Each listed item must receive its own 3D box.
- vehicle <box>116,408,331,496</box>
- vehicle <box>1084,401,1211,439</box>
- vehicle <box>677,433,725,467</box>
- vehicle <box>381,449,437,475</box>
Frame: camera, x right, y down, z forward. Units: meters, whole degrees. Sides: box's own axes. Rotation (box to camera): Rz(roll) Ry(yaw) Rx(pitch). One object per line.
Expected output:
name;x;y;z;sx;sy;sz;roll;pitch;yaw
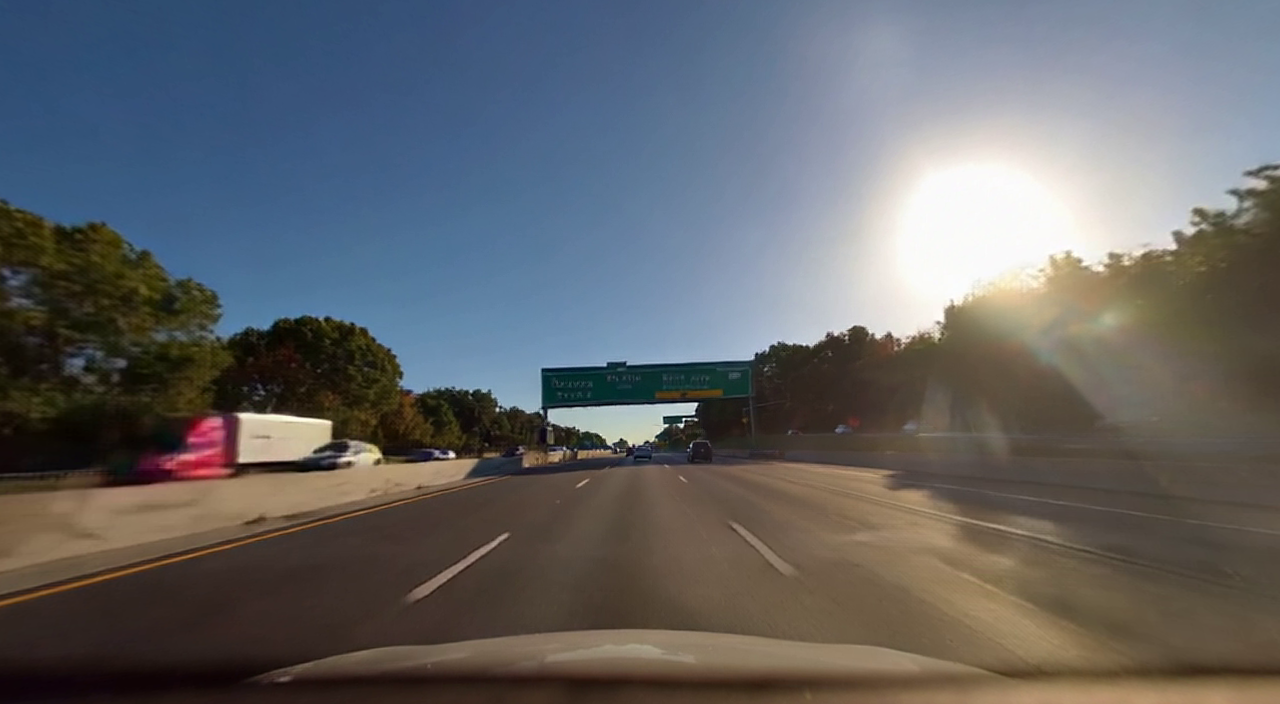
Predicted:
vehicle;-18.842;4.690;29.935;2.974;3.380;10.472;-1;-9;1
vehicle;21.472;2.974;26.973;1.872;1.459;4.502;-1;-8;3
vehicle;3.958;6.476;41.743;2.505;2.020;5.532;0;-8;-1
vehicle;-14.520;6.925;39.845;1.844;1.496;4.305;-1;-8;1
